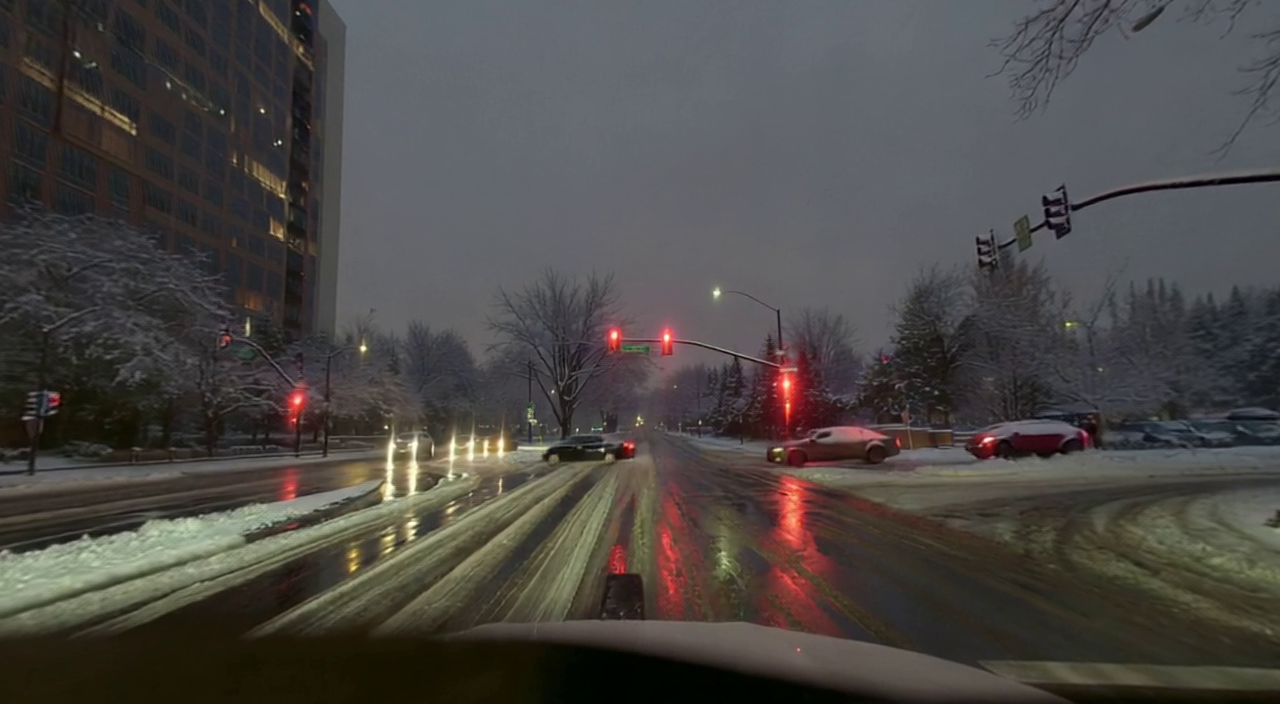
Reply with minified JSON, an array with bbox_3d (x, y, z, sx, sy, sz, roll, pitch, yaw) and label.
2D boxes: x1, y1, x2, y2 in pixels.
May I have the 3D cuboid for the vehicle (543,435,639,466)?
[{"bbox_3d":[-2.132,4.410,28.220,4.046,1.306,1.719,-1,-8,4],"label":"vehicle"}]

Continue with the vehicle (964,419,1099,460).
[{"bbox_3d":[17.177,3.866,27.936,4.571,1.698,1.977,-1,-8,6],"label":"vehicle"}]

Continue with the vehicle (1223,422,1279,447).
[{"bbox_3d":[42.251,5.494,41.975,2.037,1.614,5.175,0,-8,0],"label":"vehicle"}]

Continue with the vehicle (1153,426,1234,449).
[{"bbox_3d":[36.552,5.684,41.869,1.726,1.429,4.163,-1,-8,2],"label":"vehicle"}]

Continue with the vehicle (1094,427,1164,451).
[{"bbox_3d":[33.188,5.931,43.051,2.090,1.494,4.321,-2,-9,13],"label":"vehicle"}]

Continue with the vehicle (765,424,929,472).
[{"bbox_3d":[6.934,3.259,21.498,4.916,1.504,1.846,0,-8,-4],"label":"vehicle"}]
